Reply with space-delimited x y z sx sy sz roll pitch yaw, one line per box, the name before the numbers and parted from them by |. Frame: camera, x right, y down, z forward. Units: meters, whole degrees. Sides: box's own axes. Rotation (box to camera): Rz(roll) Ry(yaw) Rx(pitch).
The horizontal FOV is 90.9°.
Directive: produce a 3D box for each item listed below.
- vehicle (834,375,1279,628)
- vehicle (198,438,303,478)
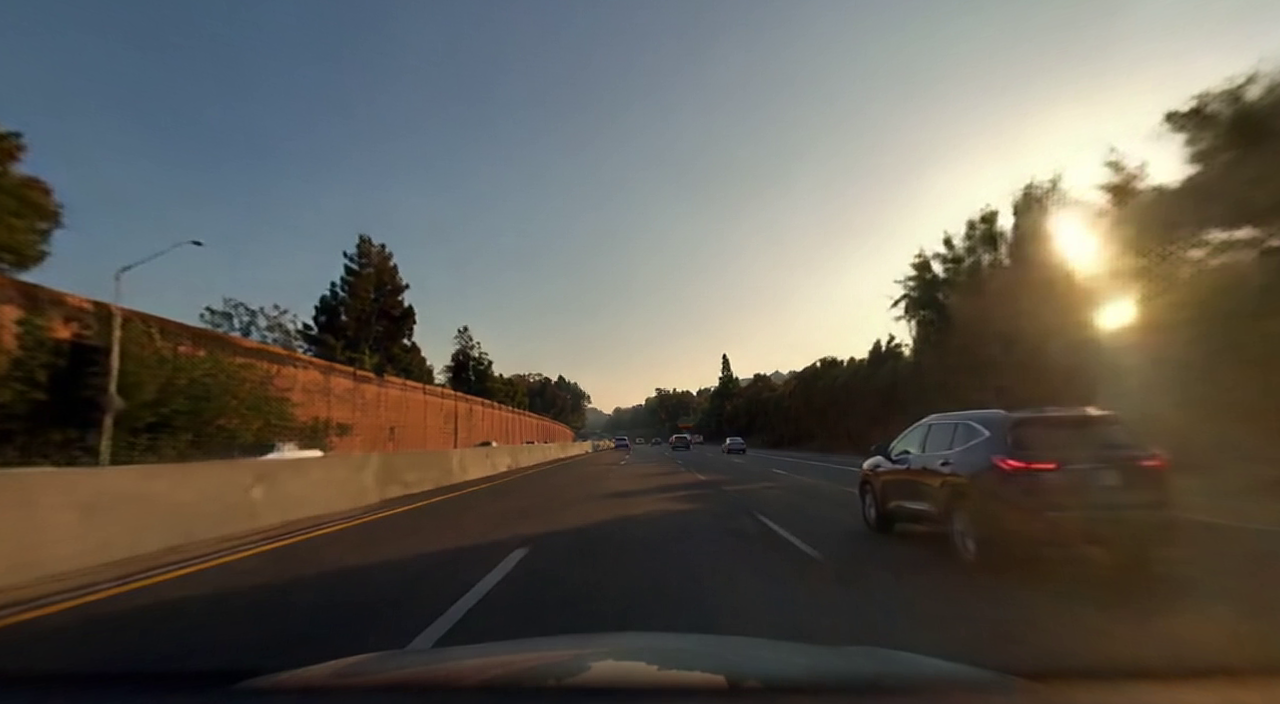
vehicle | 3.964 1.393 6.859 2.190 1.783 4.637 0 -8 -1
vehicle | -18.027 4.918 29.514 1.953 1.675 4.524 0 -8 1
